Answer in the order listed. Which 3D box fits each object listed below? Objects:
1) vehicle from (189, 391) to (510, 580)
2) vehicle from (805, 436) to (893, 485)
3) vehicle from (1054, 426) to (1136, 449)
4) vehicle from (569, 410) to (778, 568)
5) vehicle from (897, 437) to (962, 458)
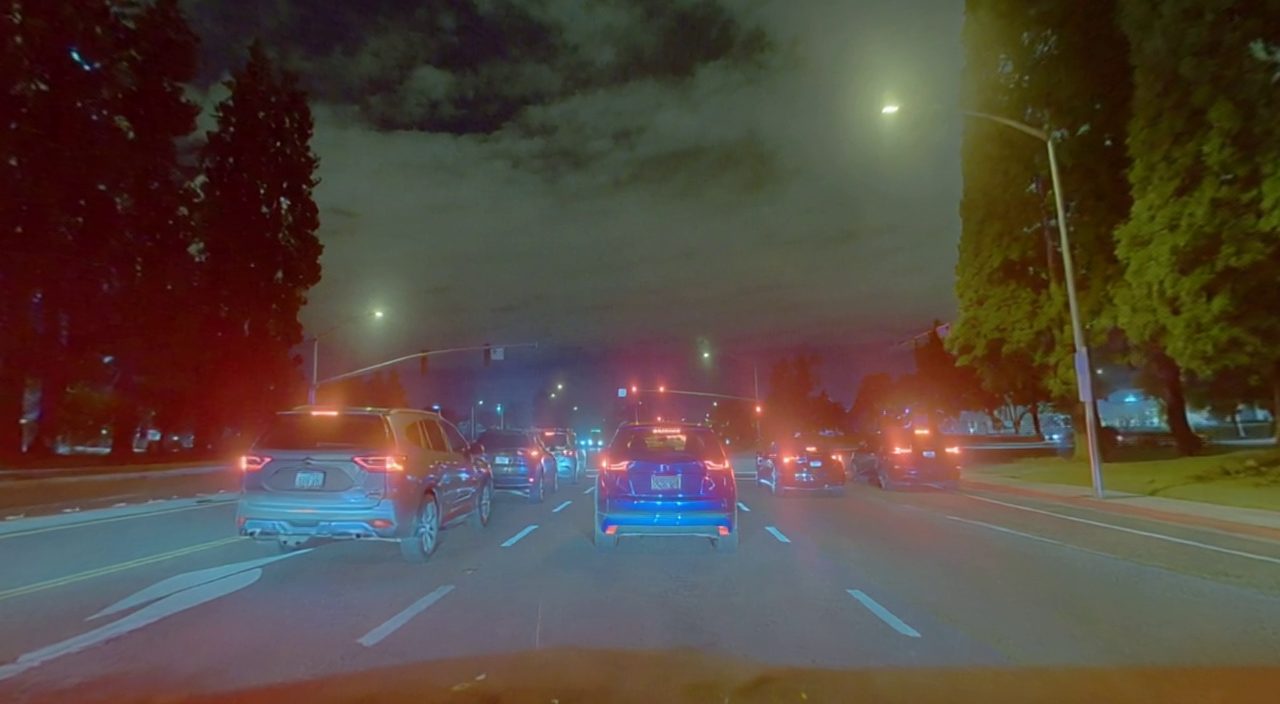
[{"bbox_3d":[-3.256,1.606,8.310,2.085,1.812,4.388,0,-8,0],"label":"vehicle"},{"bbox_3d":[7.454,3.889,22.961,2.067,1.599,4.251,-1,-8,5],"label":"vehicle"},{"bbox_3d":[33.284,6.320,46.227,4.632,1.580,1.801,-5,-10,30],"label":"vehicle"},{"bbox_3d":[0.371,1.756,8.778,2.189,1.649,4.171,0,-8,1],"label":"vehicle"},{"bbox_3d":[20.155,6.661,43.867,3.944,1.398,1.701,-4,-9,24],"label":"vehicle"}]
